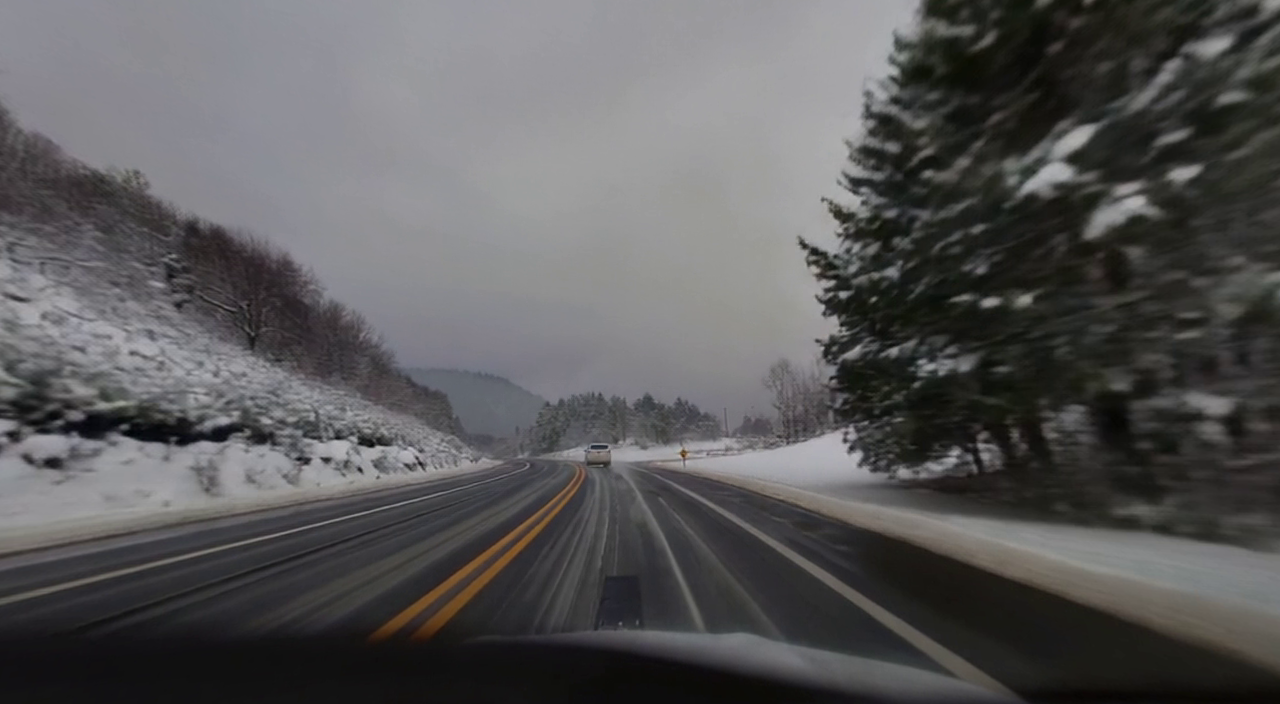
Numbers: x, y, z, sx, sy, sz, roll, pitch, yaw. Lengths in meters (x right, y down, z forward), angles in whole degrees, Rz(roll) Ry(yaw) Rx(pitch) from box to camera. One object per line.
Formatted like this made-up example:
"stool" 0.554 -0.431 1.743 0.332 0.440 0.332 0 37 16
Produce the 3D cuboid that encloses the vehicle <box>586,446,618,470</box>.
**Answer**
"vehicle" -3.010 8.299 49.661 2.195 1.749 4.260 1 -8 -8
